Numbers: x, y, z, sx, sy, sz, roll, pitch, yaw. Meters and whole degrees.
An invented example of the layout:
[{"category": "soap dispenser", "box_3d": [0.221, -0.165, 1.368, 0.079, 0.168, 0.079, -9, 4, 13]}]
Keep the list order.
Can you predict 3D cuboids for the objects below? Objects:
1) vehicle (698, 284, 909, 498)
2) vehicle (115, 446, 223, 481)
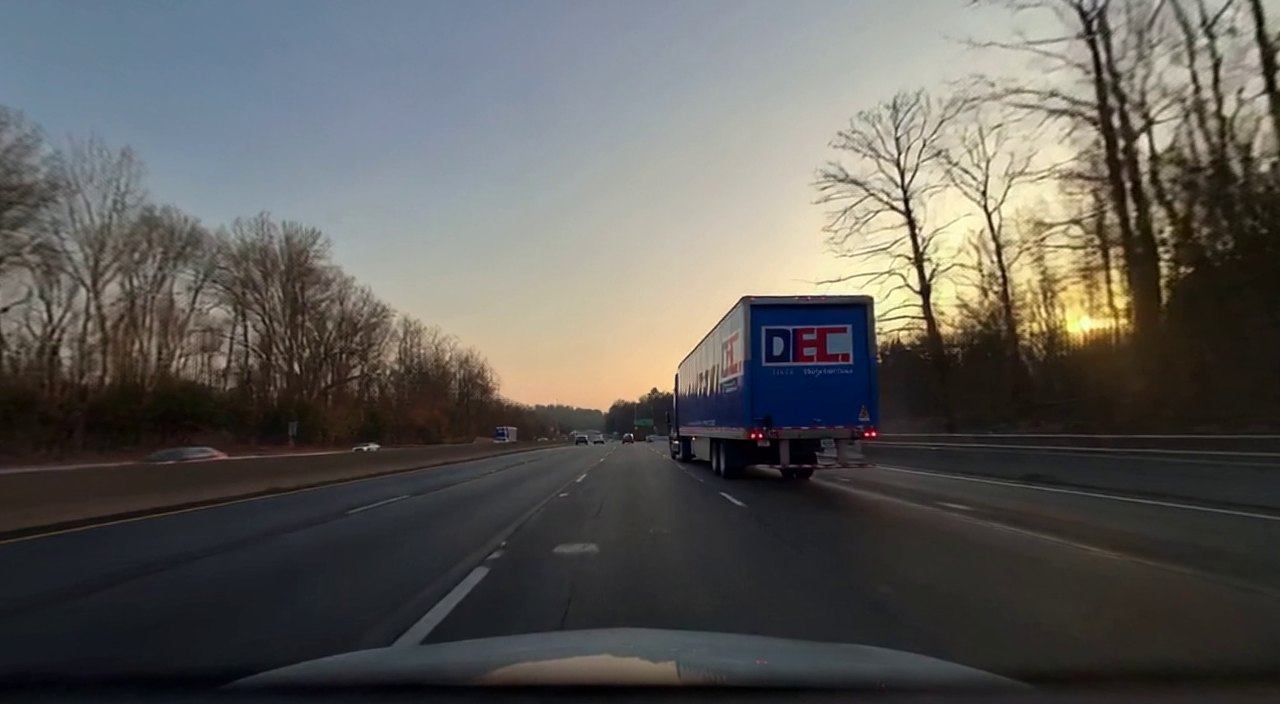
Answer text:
[{"category": "vehicle", "box_3d": [3.598, 1.294, 16.851, 3.011, 4.211, 8.926, 0, -7, -1]}, {"category": "vehicle", "box_3d": [-22.932, 5.415, 30.858, 1.932, 1.494, 4.434, 0, -8, -1]}]
